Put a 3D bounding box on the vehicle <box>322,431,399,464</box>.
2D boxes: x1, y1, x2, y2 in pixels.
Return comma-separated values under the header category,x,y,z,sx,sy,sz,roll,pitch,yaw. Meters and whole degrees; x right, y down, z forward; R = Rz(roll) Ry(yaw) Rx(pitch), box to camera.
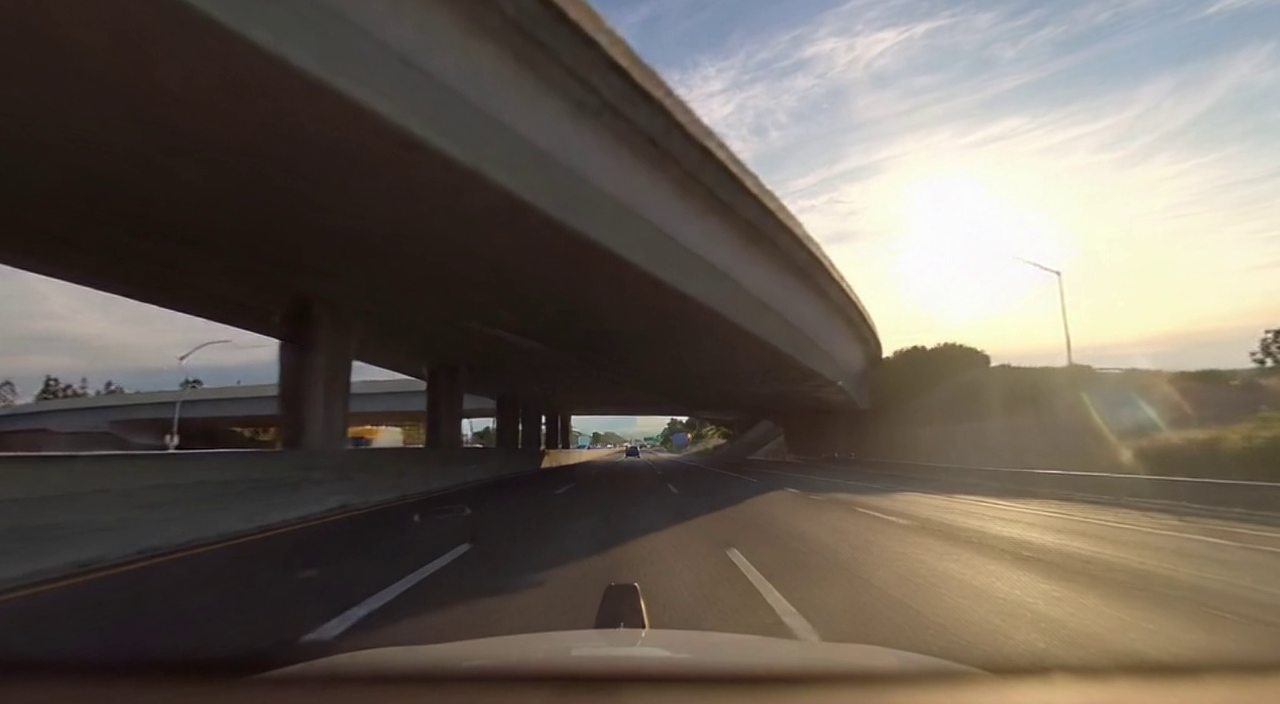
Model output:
category,x,y,z,sx,sy,sz,roll,pitch,yaw
vehicle,-17.434,6.011,39.751,2.233,1.914,5.676,0,-9,0
